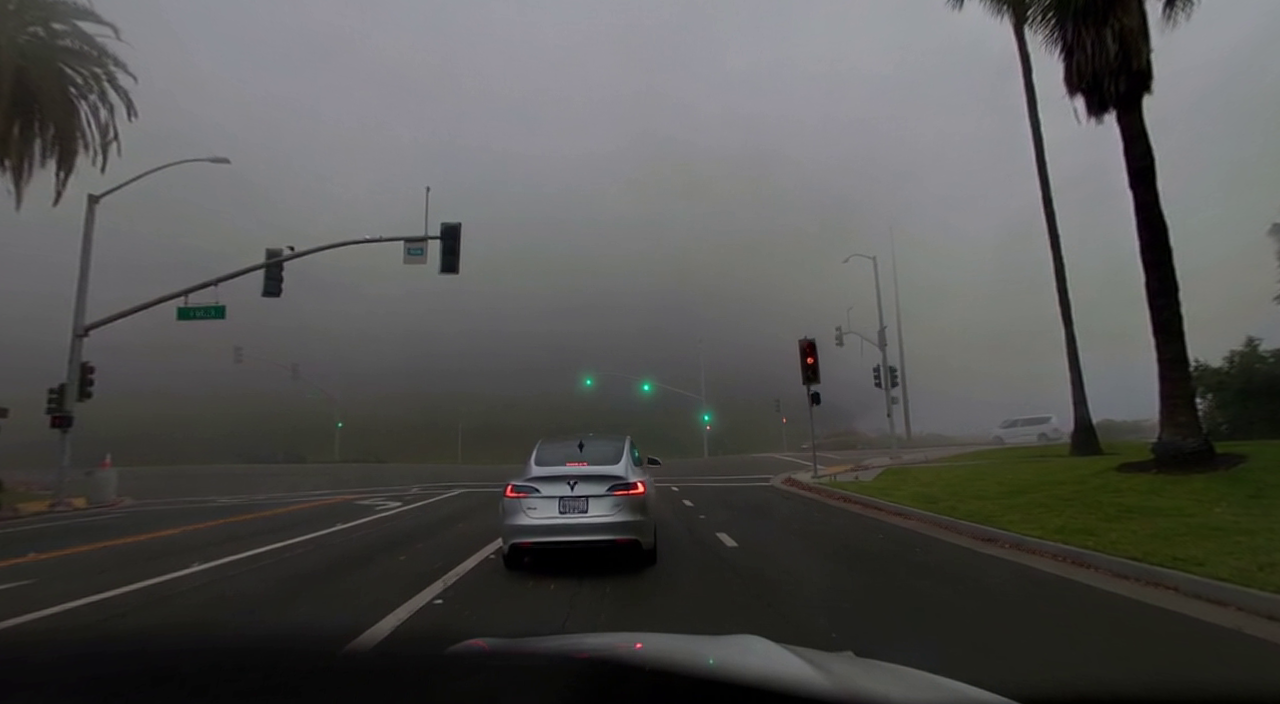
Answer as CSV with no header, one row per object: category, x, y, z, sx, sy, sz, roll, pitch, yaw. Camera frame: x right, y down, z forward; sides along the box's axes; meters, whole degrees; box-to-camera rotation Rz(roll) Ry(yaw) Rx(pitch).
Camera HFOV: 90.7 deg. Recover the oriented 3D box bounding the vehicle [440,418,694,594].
vehicle,-0.631,1.624,7.572,2.152,1.478,4.229,0,-8,0
